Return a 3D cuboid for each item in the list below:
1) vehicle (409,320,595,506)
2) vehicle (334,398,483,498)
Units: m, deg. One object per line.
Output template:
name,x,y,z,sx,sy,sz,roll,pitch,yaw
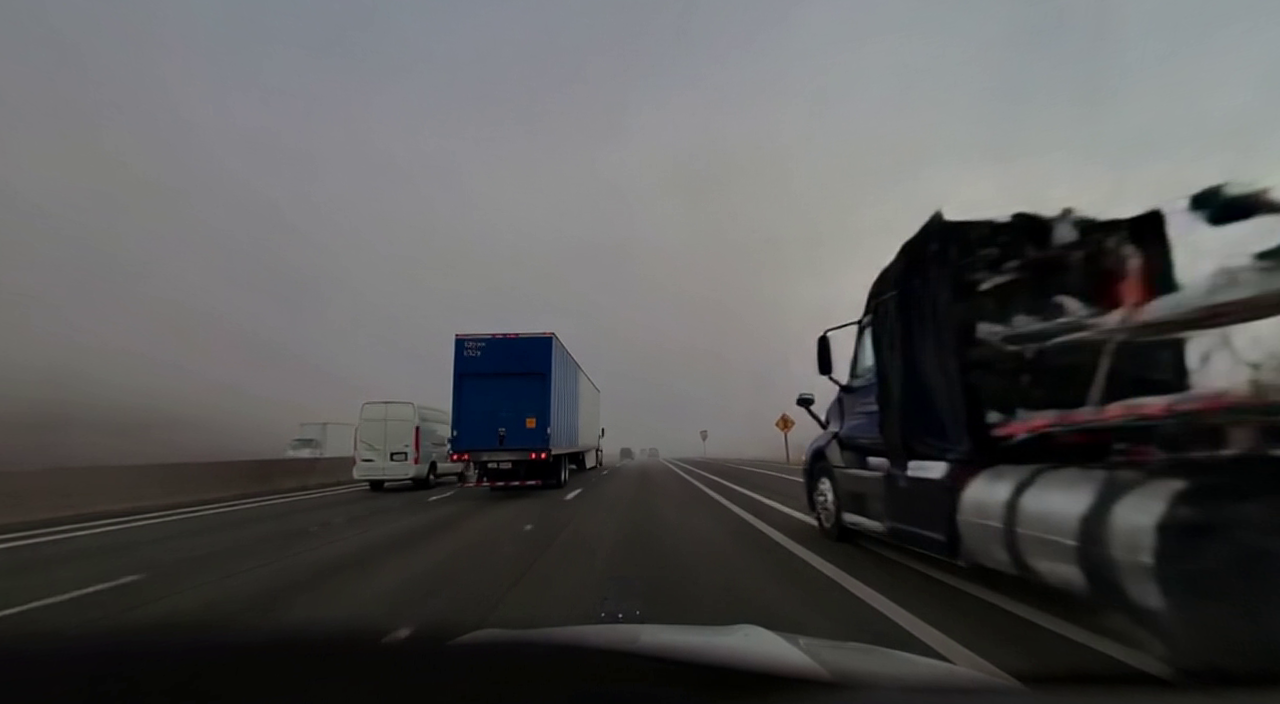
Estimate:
vehicle,-3.636,2.593,22.235,2.939,4.132,16.303,-1,-9,0
vehicle,-6.965,3.014,20.025,2.385,2.672,6.049,0,-8,0
